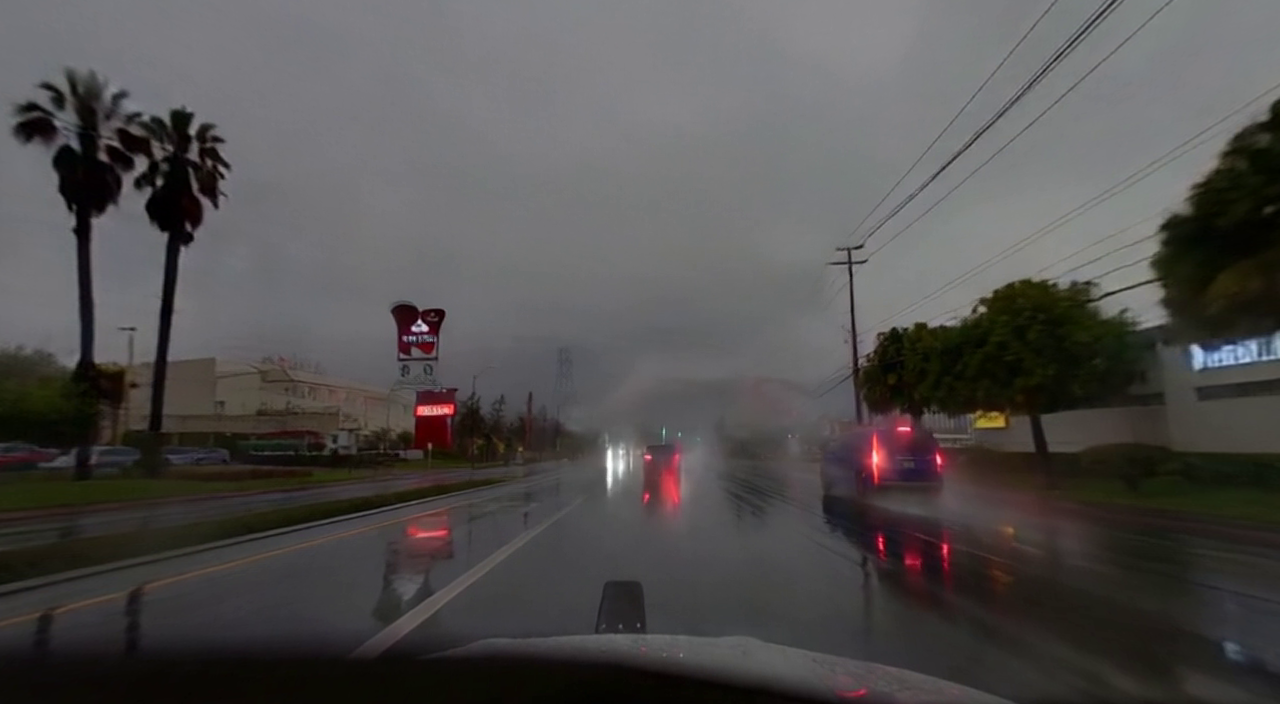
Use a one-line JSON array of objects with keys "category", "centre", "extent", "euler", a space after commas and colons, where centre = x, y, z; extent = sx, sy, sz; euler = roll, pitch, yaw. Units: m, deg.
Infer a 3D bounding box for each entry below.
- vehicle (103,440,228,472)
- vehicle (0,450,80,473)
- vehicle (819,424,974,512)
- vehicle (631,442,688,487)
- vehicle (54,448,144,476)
[{"category": "vehicle", "centre": [-24.118, 5.286, 32.123], "extent": [4.942, 1.557, 2.032], "euler": [-1, -9, 7]}, {"category": "vehicle", "centre": [-42.654, 7.733, 44.618], "extent": [1.778, 1.486, 4.139], "euler": [-1, -9, 9]}, {"category": "vehicle", "centre": [6.356, 2.926, 16.286], "extent": [2.107, 1.928, 4.471], "euler": [0, -9, 0]}, {"category": "vehicle", "centre": [0.795, 4.585, 25.894], "extent": [2.138, 1.672, 4.168], "euler": [0, -9, 2]}, {"category": "vehicle", "centre": [-37.120, 7.527, 43.382], "extent": [1.861, 1.516, 4.647], "euler": [-4, -7, 6]}]
